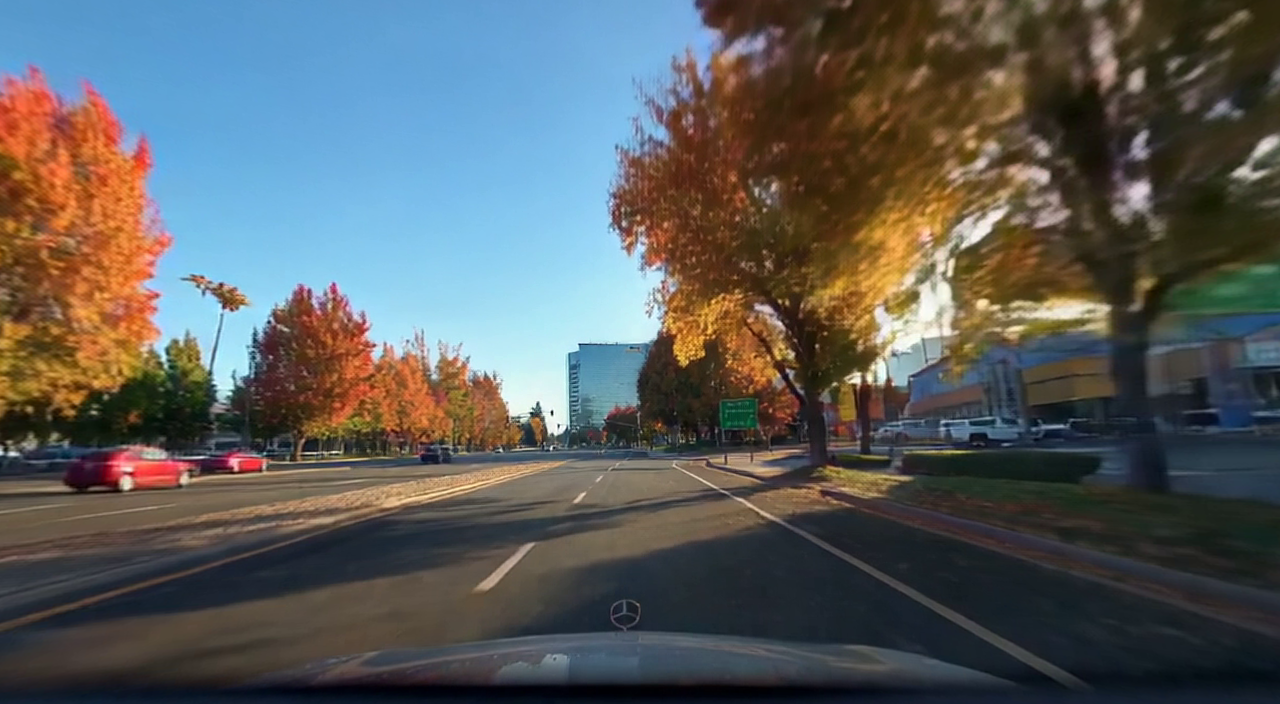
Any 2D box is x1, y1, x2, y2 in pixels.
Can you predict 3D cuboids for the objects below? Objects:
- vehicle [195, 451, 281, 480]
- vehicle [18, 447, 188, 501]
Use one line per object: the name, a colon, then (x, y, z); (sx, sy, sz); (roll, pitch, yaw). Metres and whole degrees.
vehicle: (-22.891, 6.478, 36.098); (1.903, 1.510, 4.569); (0, -9, 0)
vehicle: (-18.817, 4.238, 22.426); (2.086, 1.706, 4.412); (0, -9, 1)
